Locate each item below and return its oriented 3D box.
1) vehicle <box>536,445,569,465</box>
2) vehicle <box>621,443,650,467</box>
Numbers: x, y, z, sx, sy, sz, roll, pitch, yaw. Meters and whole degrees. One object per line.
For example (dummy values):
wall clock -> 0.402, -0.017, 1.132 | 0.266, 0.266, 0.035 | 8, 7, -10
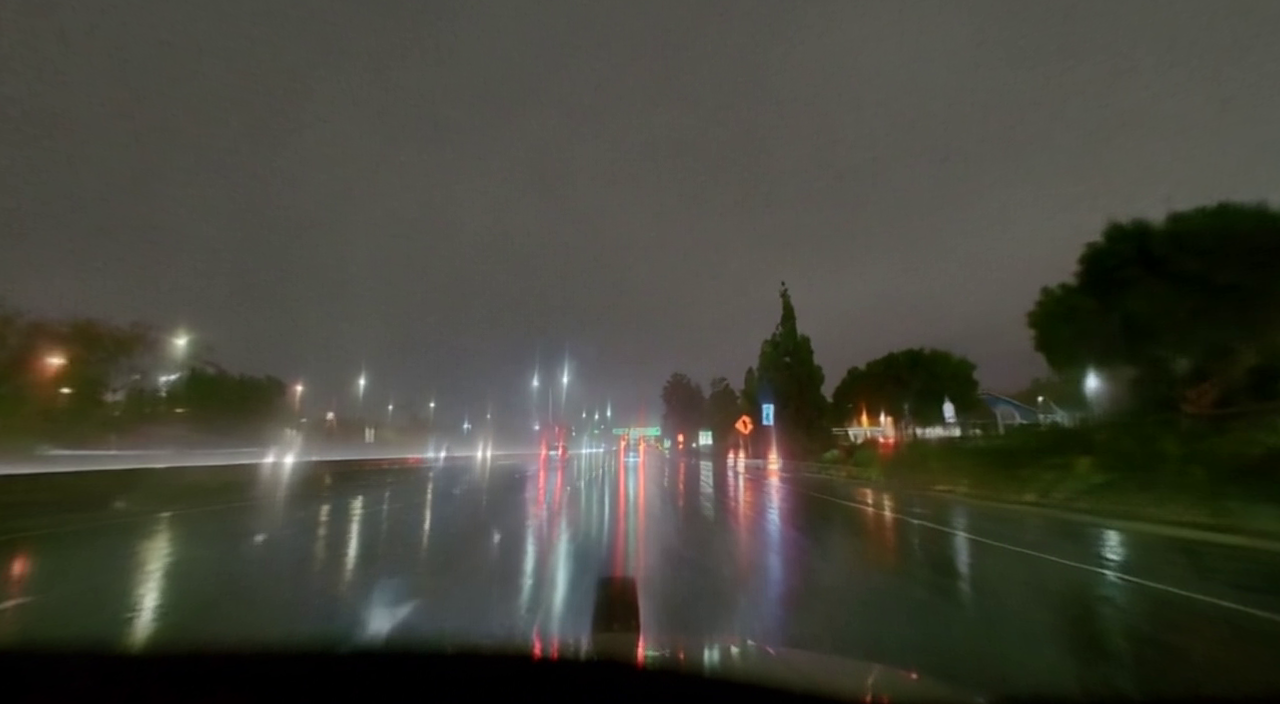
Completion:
vehicle -> -6.866, 8.135, 49.966 | 1.997, 1.507, 4.248 | 0, -9, 0
vehicle -> -0.346, 7.650, 47.076 | 2.109, 1.638, 3.856 | 0, -9, 0
